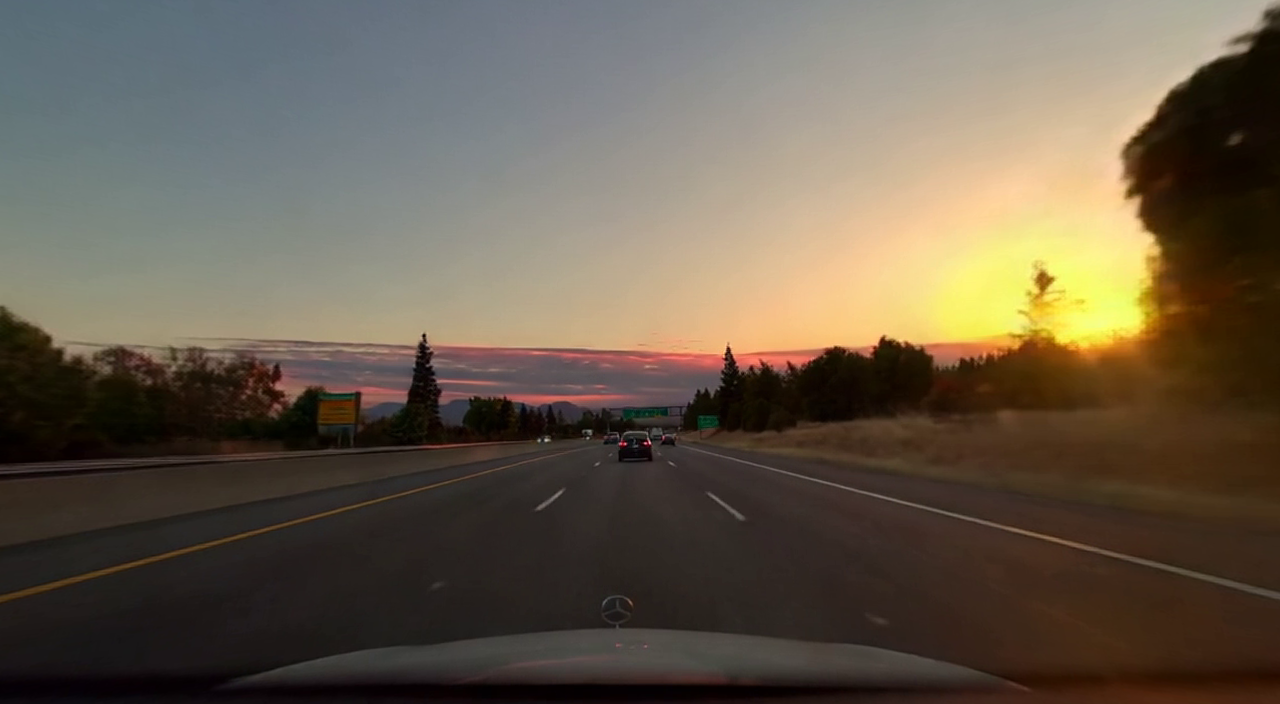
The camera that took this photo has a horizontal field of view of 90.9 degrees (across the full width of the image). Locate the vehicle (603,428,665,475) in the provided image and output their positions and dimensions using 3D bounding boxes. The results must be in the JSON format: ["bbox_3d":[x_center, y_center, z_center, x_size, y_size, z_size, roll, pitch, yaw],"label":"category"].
[{"bbox_3d":[-0.225,3.634,23.239,2.094,1.600,3.666,0,-8,-1],"label":"vehicle"}]
